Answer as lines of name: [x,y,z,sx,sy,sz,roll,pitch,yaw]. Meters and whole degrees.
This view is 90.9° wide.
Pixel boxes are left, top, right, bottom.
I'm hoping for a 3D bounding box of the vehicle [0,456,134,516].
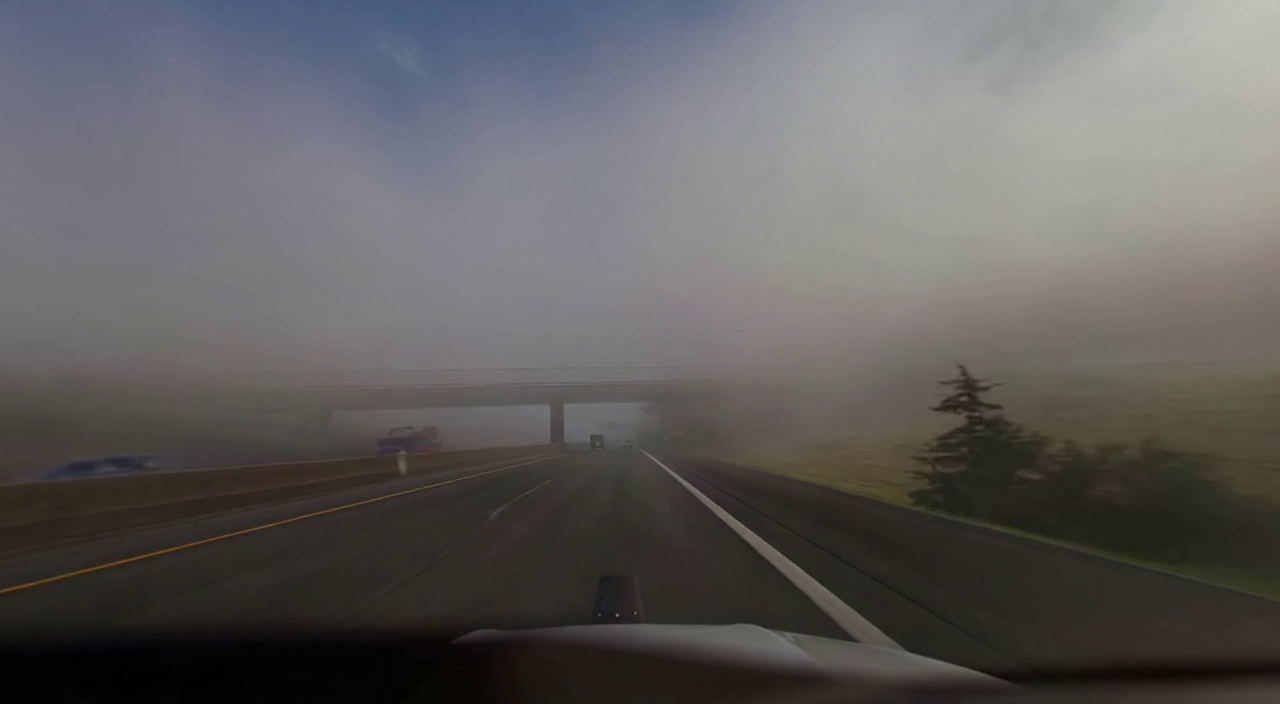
vehicle: [-17.523,3.848,18.551,1.817,1.435,4.153,0,-8,-1]
